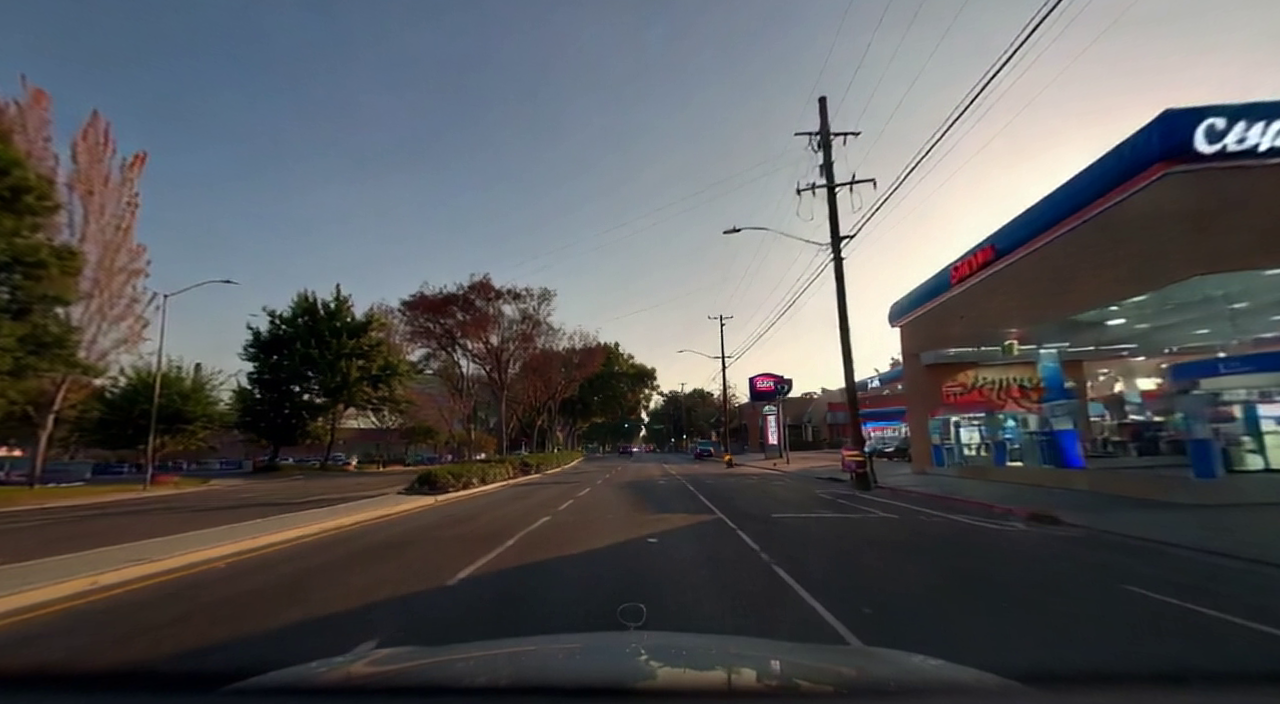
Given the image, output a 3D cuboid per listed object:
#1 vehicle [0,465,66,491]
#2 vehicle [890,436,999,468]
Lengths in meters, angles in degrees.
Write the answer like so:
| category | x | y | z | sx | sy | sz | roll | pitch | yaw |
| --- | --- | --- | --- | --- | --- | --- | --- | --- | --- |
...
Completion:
| category | x | y | z | sx | sy | sz | roll | pitch | yaw |
| --- | --- | --- | --- | --- | --- | --- | --- | --- | --- |
| vehicle | -39.319 | 7.945 | 39.873 | 1.784 | 1.385 | 4.365 | 0 | -8 | 0 |
| vehicle | 15.318 | 5.047 | 31.804 | 4.510 | 1.517 | 2.035 | 2 | -9 | -12 |
